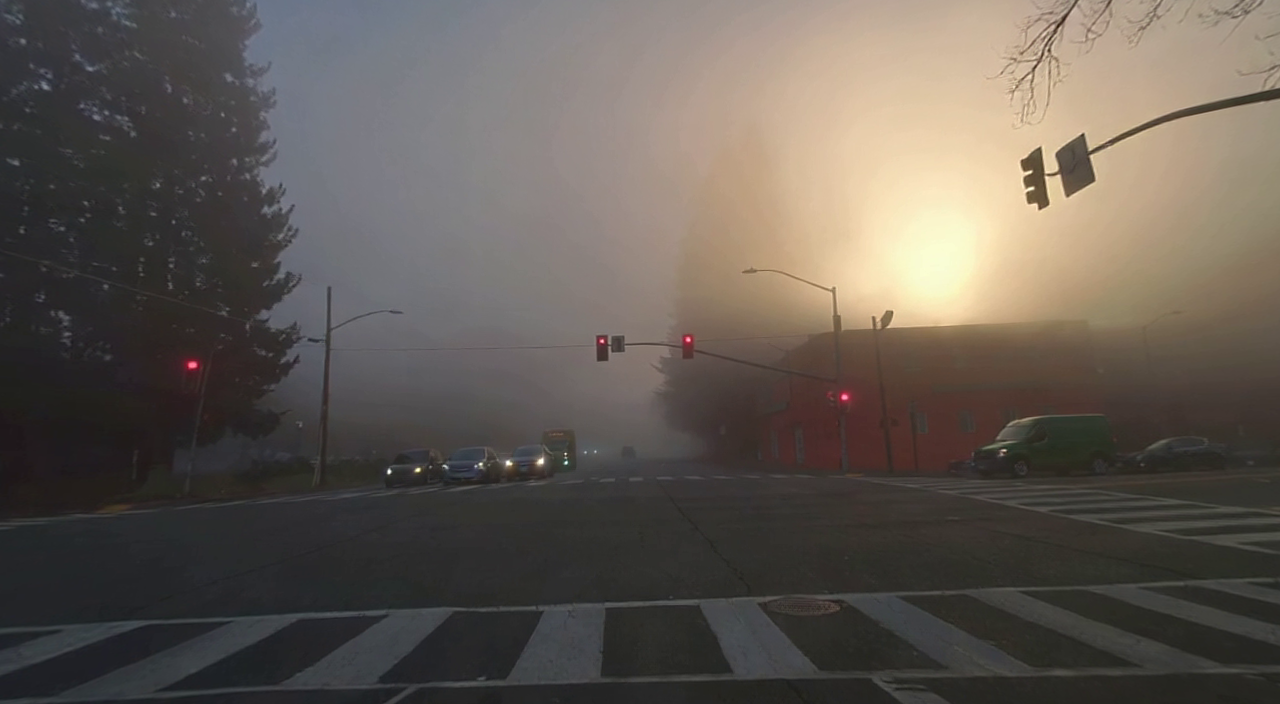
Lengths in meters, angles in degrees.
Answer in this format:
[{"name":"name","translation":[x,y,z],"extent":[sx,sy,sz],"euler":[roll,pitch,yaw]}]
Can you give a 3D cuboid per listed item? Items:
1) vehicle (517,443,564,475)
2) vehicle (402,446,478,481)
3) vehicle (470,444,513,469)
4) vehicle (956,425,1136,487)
[{"name":"vehicle","translation":[-4.788,5.188,30.908],"extent":[1.846,1.416,4.228],"euler":[0,-9,-3]},{"name":"vehicle","translation":[-9.008,5.030,28.879],"extent":[2.024,1.460,4.381],"euler":[0,-9,0]},{"name":"vehicle","translation":[-9.019,6.371,38.755],"extent":[1.779,1.460,4.463],"euler":[0,-9,-3]},{"name":"vehicle","translation":[14.843,3.760,23.123],"extent":[5.910,2.046,2.228],"euler":[3,-9,-19]}]
